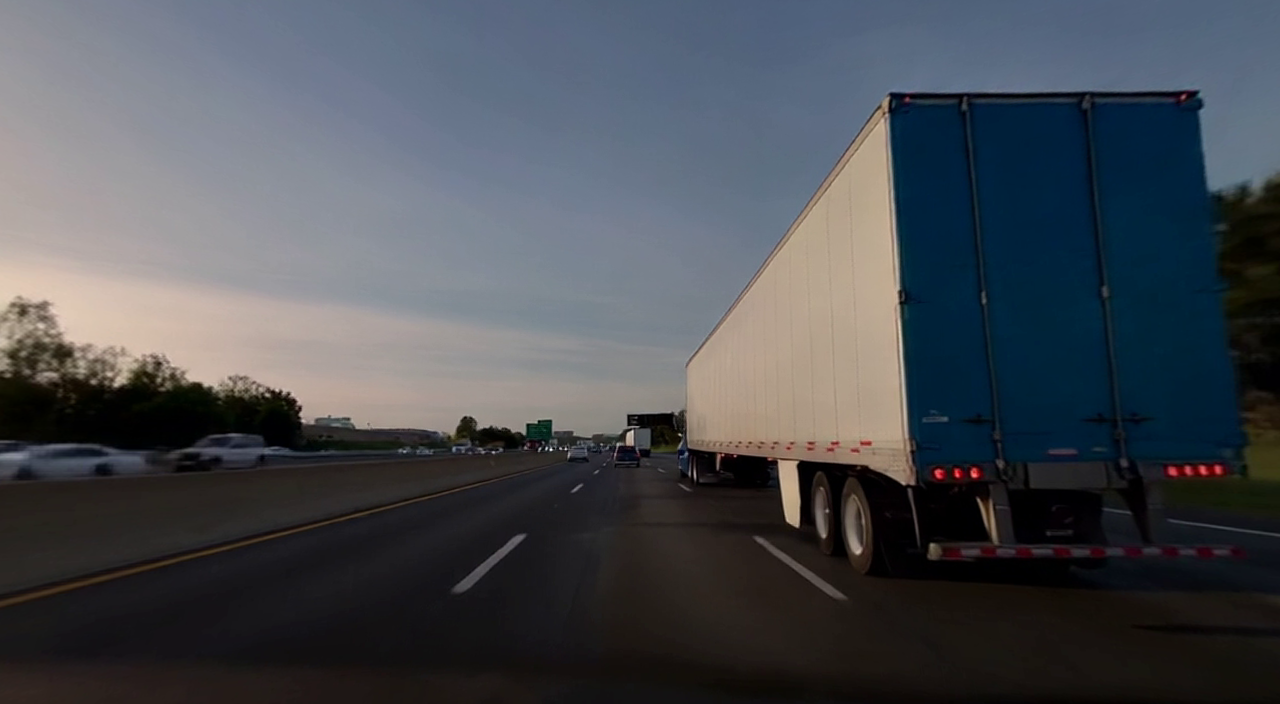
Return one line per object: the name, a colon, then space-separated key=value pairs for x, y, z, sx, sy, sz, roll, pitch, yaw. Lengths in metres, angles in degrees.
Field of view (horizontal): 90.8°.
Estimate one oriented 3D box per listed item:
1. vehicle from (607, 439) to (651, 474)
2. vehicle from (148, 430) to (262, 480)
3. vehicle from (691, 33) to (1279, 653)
vehicle: x=-0.606 y=5.475 z=33.143 sx=2.191 sy=1.685 sz=4.015 roll=0 pitch=-9 yaw=-2
vehicle: x=-20.604 y=4.914 z=30.262 sx=2.051 sy=2.191 sz=4.865 roll=0 pitch=-9 yaw=-2
vehicle: x=3.279 y=1.015 z=12.051 sx=2.996 sy=4.123 sz=15.965 roll=0 pitch=-9 yaw=-1
